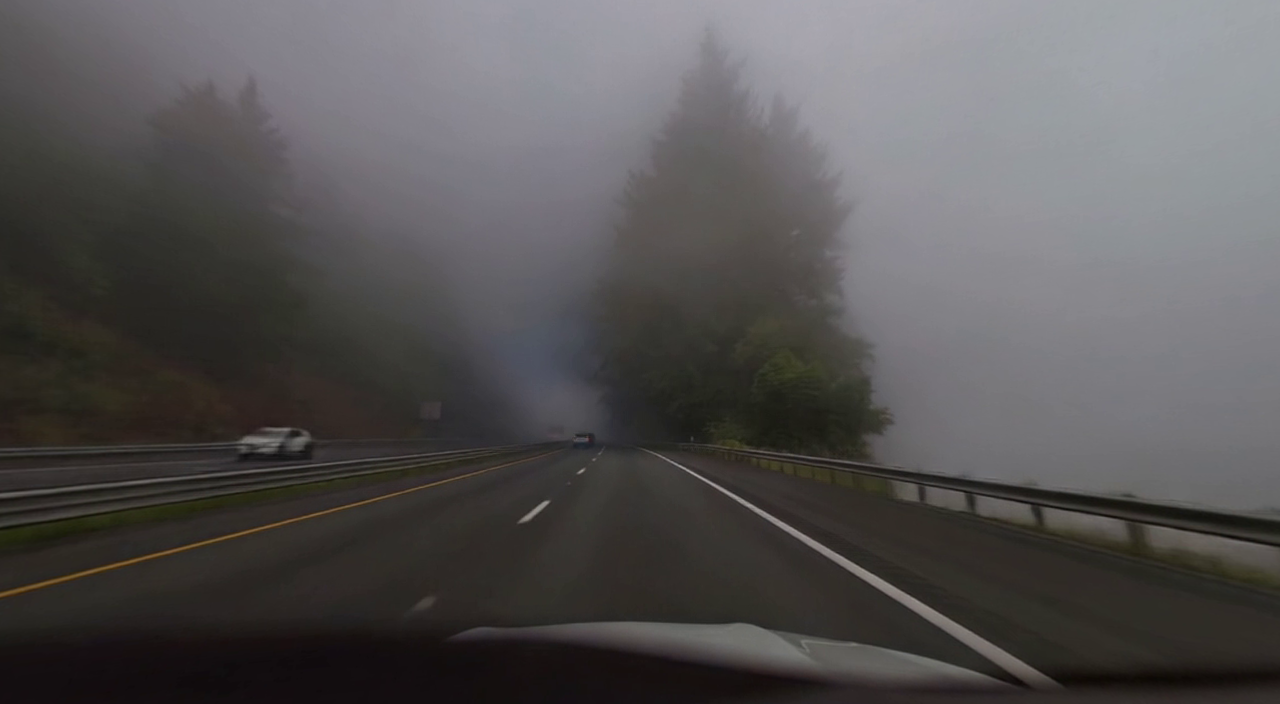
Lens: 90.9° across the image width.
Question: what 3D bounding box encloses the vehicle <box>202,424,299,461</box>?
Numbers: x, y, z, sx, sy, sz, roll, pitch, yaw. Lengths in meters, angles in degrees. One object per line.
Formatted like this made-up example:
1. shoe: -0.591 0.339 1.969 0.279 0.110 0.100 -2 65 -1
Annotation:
1. vehicle: -17.875 4.184 29.183 1.875 1.555 4.233 0 -8 -1
